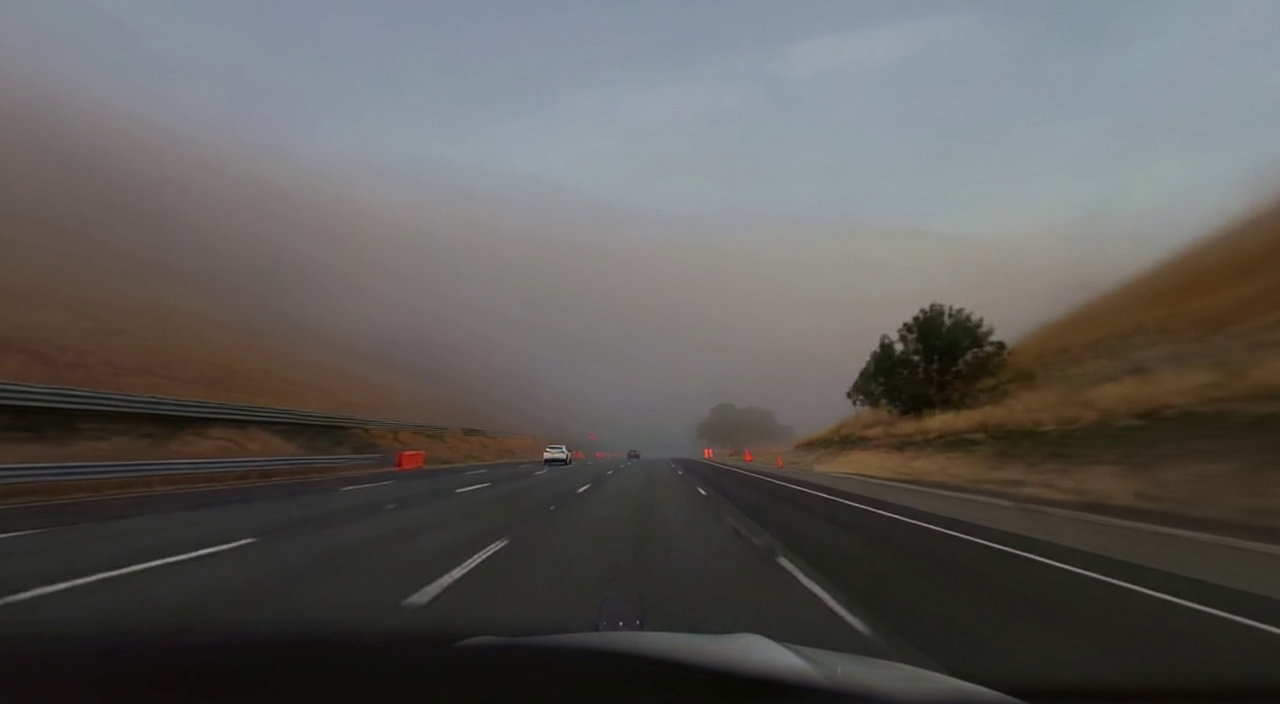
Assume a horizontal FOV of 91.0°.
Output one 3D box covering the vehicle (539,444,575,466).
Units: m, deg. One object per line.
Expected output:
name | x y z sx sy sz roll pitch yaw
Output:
vehicle | -6.169 7.697 47.165 2.042 1.585 4.162 0 -9 1
